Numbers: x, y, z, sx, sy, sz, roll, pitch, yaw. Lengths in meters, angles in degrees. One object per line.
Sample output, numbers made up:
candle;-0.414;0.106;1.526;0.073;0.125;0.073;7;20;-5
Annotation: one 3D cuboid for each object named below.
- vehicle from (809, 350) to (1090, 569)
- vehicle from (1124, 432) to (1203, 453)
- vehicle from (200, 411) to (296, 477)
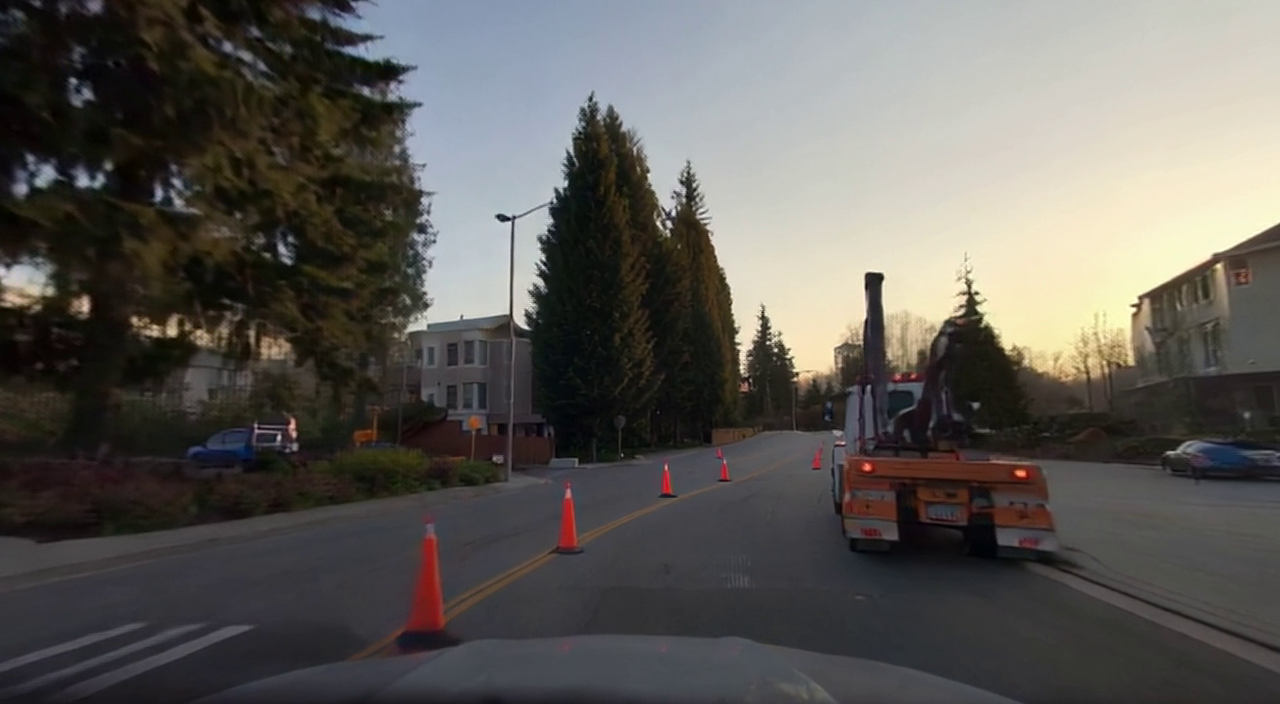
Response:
vehicle;4.708;1.705;11.255;3.098;2.601;6.758;-3;-7;15
vehicle;39.304;6.837;47.530;1.714;1.472;4.117;4;-9;-22
vehicle;-15.489;3.660;25.107;2.665;2.465;1.532;4;-8;-14
